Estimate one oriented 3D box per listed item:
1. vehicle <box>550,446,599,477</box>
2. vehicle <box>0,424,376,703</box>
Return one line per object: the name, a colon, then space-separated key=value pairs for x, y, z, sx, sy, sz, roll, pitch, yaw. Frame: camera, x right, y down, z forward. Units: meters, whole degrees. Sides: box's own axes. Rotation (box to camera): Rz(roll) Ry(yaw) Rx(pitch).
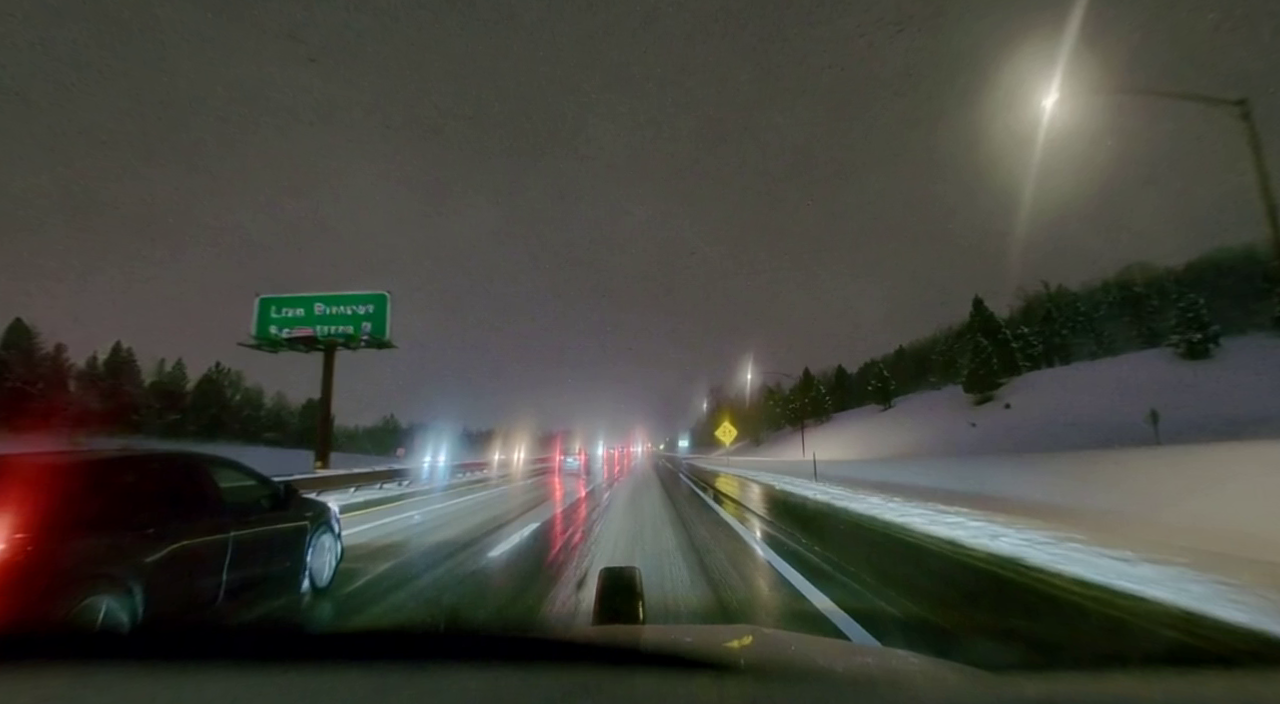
vehicle: x=-3.477 y=5.915 z=34.271 sx=2.044 sy=1.527 sz=4.607 roll=0 pitch=-9 yaw=1
vehicle: x=-4.088 y=1.398 z=4.965 sx=2.011 sy=1.481 sz=4.434 roll=0 pitch=-9 yaw=1
